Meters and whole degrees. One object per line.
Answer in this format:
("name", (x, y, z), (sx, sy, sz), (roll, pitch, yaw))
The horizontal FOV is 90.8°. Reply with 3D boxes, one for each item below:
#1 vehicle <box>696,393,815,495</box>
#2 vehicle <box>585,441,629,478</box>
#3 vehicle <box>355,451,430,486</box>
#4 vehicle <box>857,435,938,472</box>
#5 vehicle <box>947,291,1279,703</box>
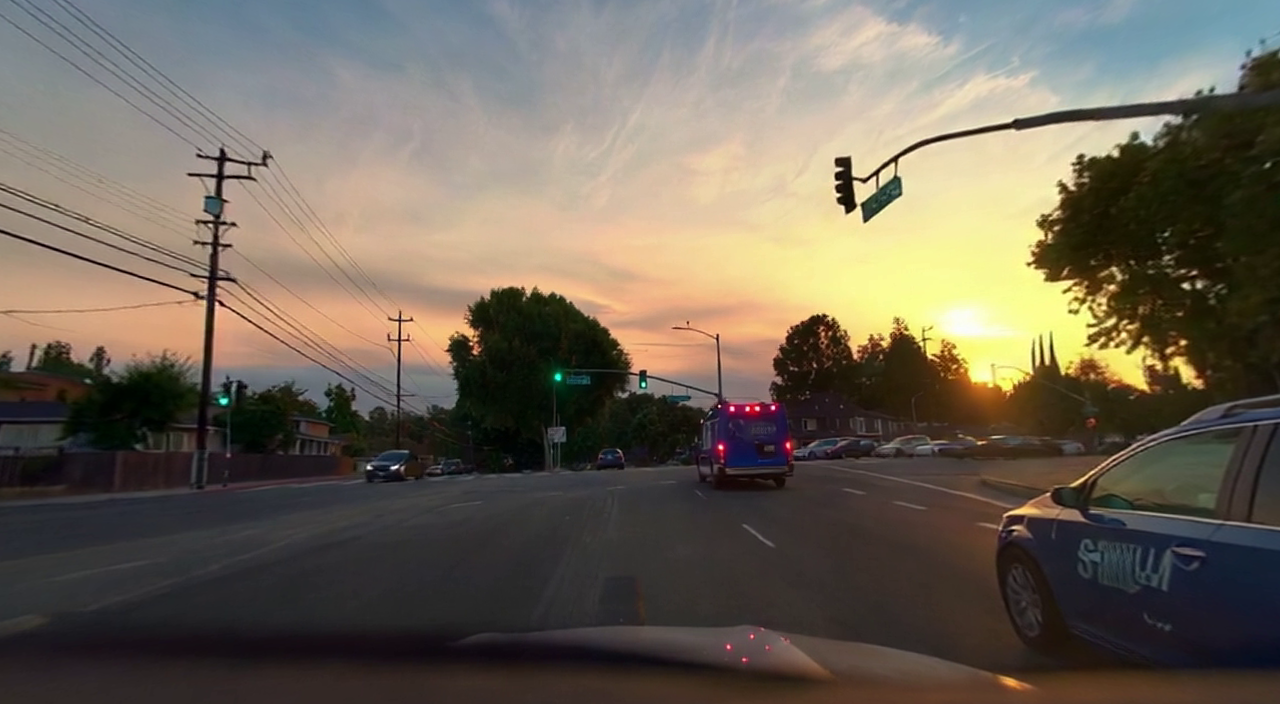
("vehicle", (3.298, 2.827, 19.505), (2.406, 2.687, 5.521), (0, -8, -2))
("vehicle", (-1.727, 5.381, 31.930), (2.114, 1.707, 3.725), (0, -8, -5))
("vehicle", (-11.681, 5.481, 30.160), (2.053, 1.474, 4.489), (0, -8, -4))
("vehicle", (12.076, 4.695, 29.554), (3.936, 1.594, 1.860), (7, -11, -41))
("vehicle", (3.669, 0.787, 2.941), (2.194, 1.922, 4.822), (-1, -8, 3))
